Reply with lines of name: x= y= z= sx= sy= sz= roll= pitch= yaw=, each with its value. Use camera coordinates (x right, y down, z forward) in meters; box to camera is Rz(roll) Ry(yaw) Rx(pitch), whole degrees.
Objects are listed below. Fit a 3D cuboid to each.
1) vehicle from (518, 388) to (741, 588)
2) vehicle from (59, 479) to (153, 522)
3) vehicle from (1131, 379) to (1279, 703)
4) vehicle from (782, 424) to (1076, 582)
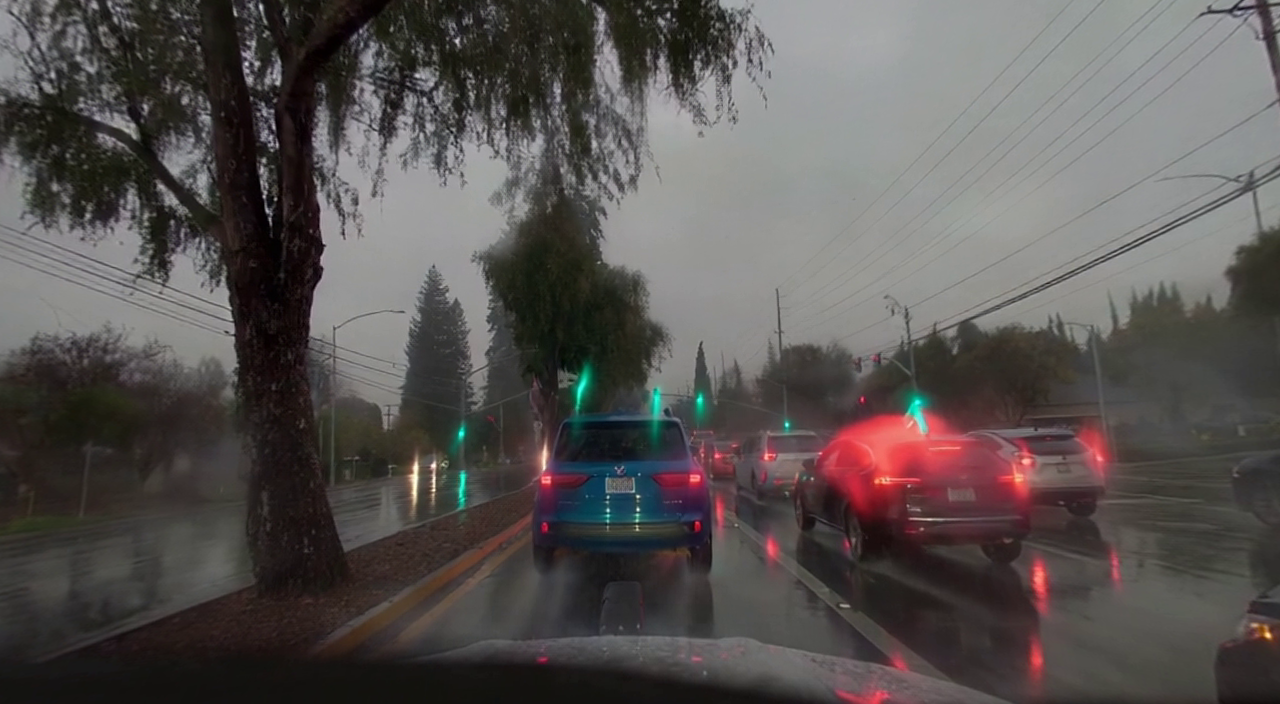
vehicle: x=-0.135 y=1.689 z=8.582 sx=2.231 sy=1.998 sz=4.254 roll=0 pitch=-9 yaw=-1
vehicle: x=-26.361 y=7.334 z=31.190 sx=4.526 sy=1.715 sz=1.989 roll=-11 pitch=-13 yaw=29
vehicle: x=3.274 y=0.628 z=0.747 sx=1.889 sy=1.517 sz=4.308 roll=0 pitch=-9 yaw=0
vehicle: x=3.436 y=1.865 z=8.670 sx=1.880 sy=1.579 sz=4.401 roll=0 pitch=-9 yaw=-1
